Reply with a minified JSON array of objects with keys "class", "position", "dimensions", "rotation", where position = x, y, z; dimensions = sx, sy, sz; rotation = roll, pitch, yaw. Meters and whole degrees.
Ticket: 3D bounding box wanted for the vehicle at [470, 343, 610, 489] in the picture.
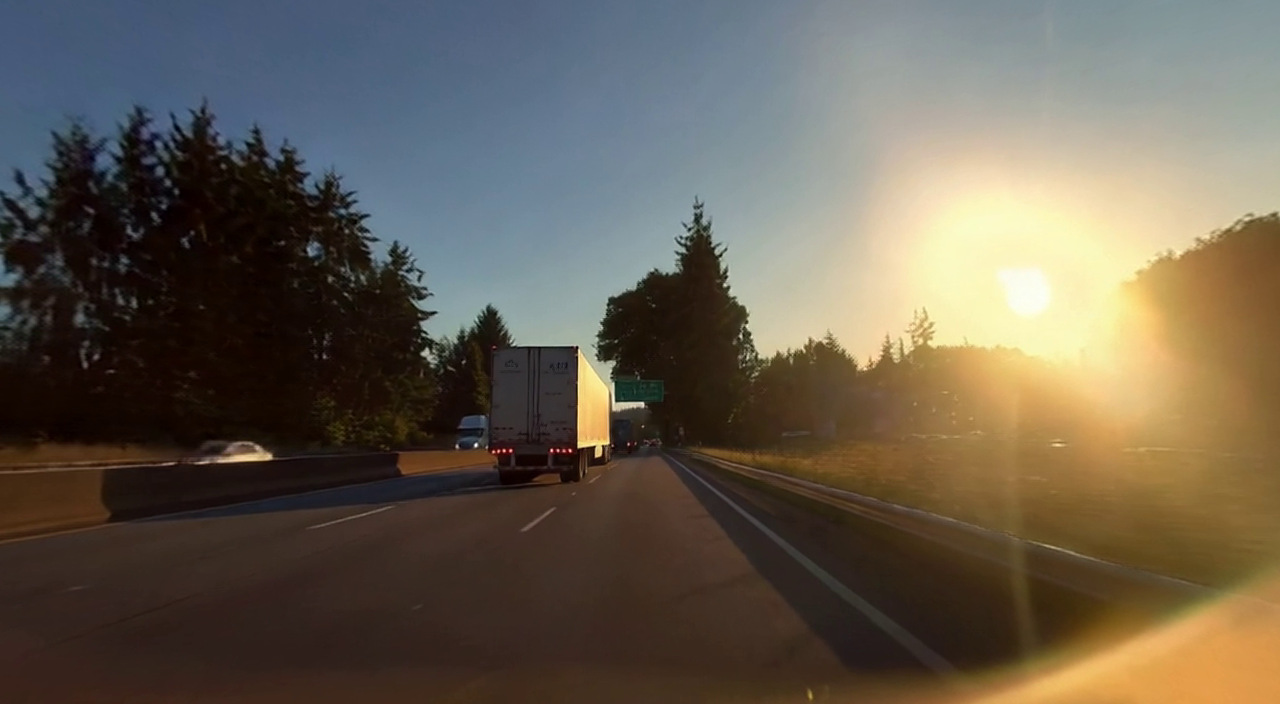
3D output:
[{"class":"vehicle","position":[-3.101,2.779,24.586],"dimensions":[2.947,4.051,14.256],"rotation":[0,-8,1]}]
